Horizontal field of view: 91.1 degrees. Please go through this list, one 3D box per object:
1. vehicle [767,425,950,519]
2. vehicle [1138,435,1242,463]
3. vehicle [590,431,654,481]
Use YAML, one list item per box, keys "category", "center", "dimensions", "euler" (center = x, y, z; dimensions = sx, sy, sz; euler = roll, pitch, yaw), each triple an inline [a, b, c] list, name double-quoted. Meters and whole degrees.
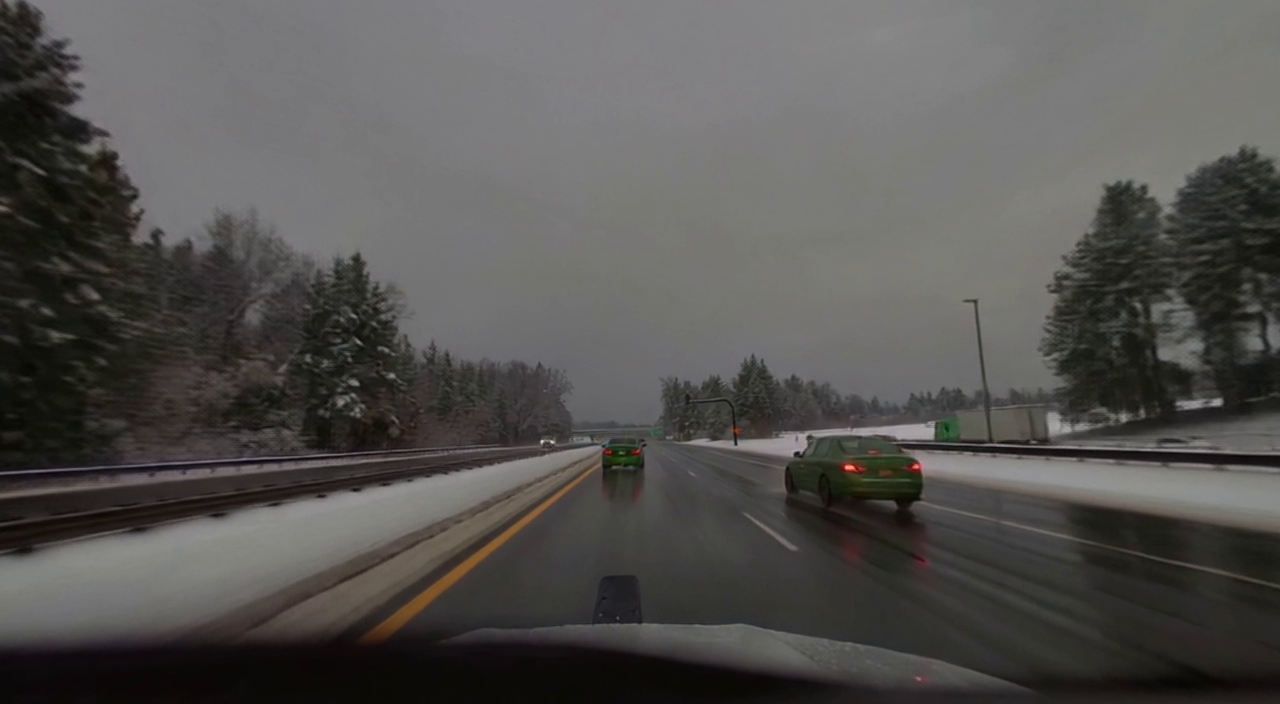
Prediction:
- category: "vehicle"
  center: [4.022, 2.253, 12.485]
  dimensions: [2.010, 1.508, 4.285]
  euler: [0, -8, -1]
- category: "vehicle"
  center: [33.384, 5.870, 38.365]
  dimensions: [1.969, 1.556, 4.739]
  euler: [0, -8, -1]
- category: "vehicle"
  center: [-0.535, 3.337, 20.514]
  dimensions: [1.897, 1.479, 3.724]
  euler: [0, -8, 0]
